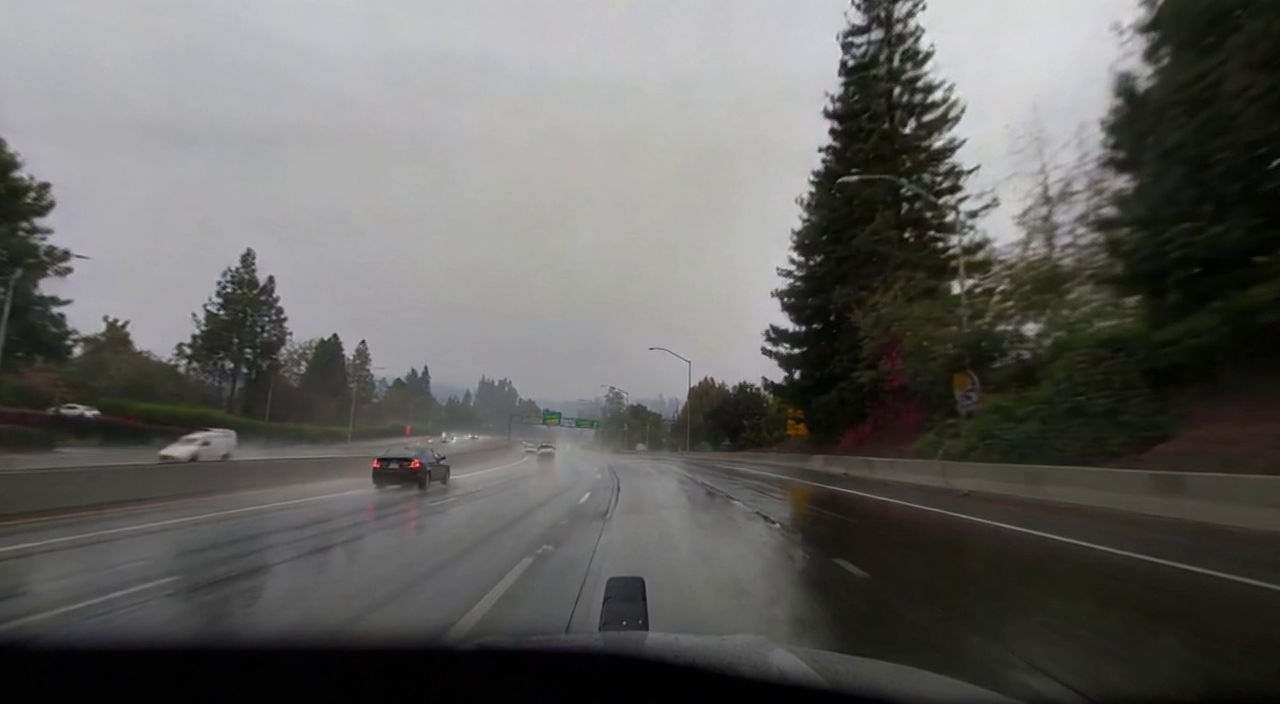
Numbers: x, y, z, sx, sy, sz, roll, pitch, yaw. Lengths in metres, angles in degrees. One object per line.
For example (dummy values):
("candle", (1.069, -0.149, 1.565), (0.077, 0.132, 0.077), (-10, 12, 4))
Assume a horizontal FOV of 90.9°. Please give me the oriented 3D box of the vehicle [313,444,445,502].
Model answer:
("vehicle", (-7.530, 3.493, 18.750), (2.025, 1.494, 4.495), (0, -8, -1))
